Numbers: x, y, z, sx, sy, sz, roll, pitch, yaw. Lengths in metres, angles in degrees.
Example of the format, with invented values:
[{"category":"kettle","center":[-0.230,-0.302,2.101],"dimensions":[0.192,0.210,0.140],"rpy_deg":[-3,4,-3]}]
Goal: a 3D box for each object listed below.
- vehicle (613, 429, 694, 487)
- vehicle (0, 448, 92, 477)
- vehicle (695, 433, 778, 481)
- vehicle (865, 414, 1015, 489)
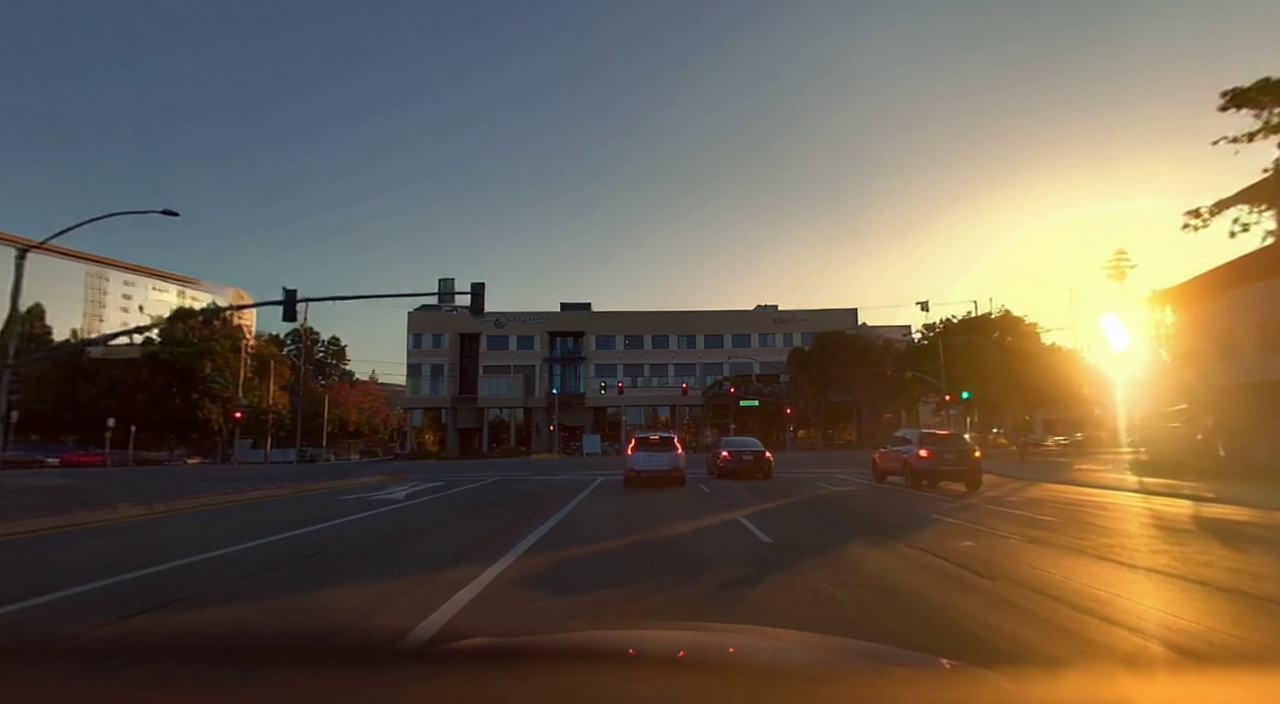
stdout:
[{"category":"vehicle","center":[0.332,3.109,18.826],"dimensions":[2.099,1.516,4.681],"rpy_deg":[0,-8,0]},{"category":"vehicle","center":[-31.829,5.721,32.834],"dimensions":[4.448,1.422,1.890],"rpy_deg":[2,-9,-13]},{"category":"vehicle","center":[3.070,3.450,20.979],"dimensions":[1.994,1.436,4.169],"rpy_deg":[0,-8,-2]},{"category":"vehicle","center":[8.563,2.881,18.621],"dimensions":[2.132,1.892,4.851],"rpy_deg":[-1,-8,2]}]
